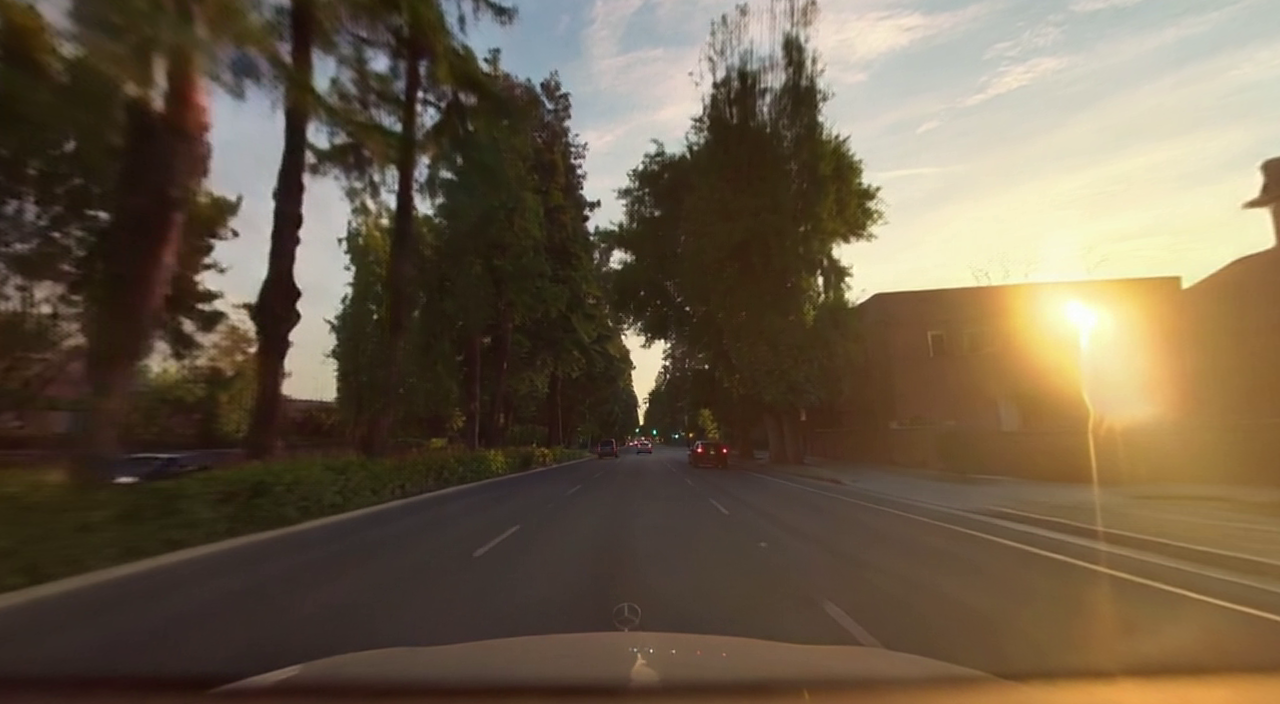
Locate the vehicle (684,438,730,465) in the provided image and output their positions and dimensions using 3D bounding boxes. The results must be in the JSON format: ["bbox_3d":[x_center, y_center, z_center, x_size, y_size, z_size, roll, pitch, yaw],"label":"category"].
[{"bbox_3d":[3.999,6.071,38.653,2.237,1.578,4.621,0,-8,-1],"label":"vehicle"}]

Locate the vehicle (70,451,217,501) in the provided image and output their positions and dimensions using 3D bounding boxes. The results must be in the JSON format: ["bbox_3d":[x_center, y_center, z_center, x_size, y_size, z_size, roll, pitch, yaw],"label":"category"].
[{"bbox_3d":[-21.271,5.285,27.391,2.238,1.778,5.115,-3,-8,1],"label":"vehicle"}]
